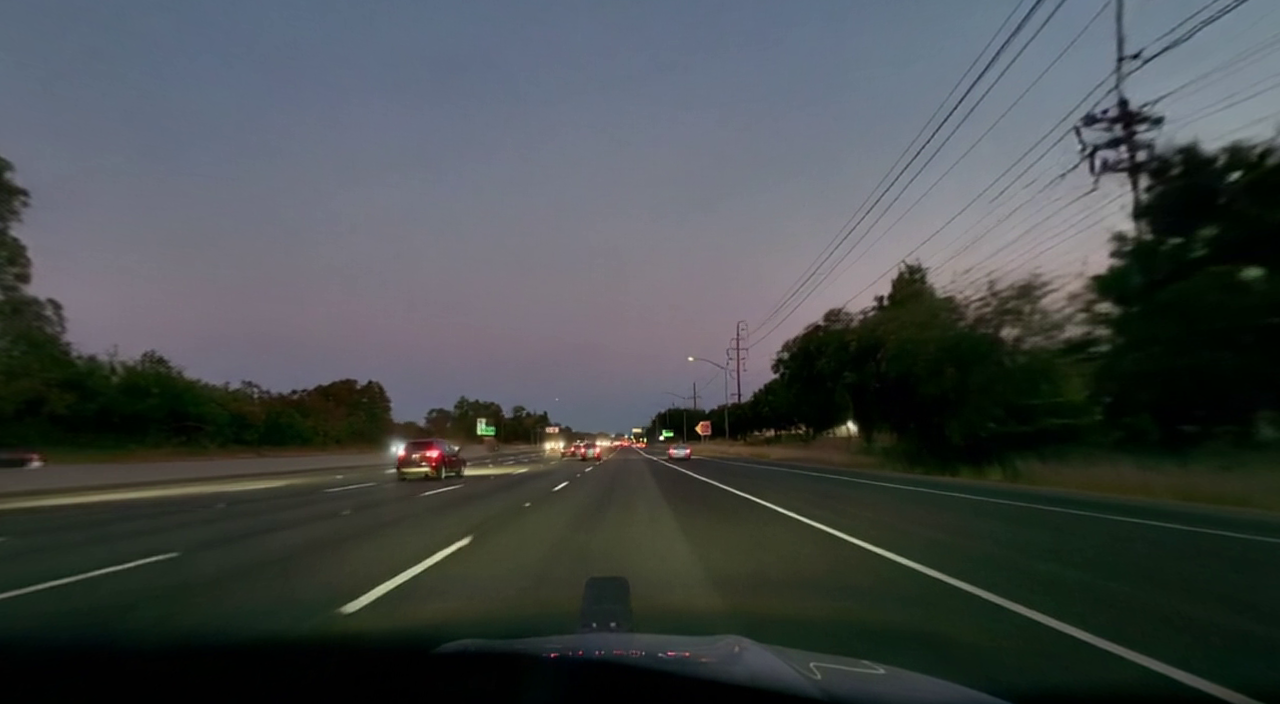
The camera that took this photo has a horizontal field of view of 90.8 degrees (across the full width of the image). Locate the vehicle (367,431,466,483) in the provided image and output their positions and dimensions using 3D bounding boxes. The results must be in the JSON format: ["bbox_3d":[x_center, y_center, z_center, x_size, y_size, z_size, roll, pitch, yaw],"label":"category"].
[{"bbox_3d":[-8.633,4.108,24.990,2.115,1.799,5.444,0,-9,-2],"label":"vehicle"}]
